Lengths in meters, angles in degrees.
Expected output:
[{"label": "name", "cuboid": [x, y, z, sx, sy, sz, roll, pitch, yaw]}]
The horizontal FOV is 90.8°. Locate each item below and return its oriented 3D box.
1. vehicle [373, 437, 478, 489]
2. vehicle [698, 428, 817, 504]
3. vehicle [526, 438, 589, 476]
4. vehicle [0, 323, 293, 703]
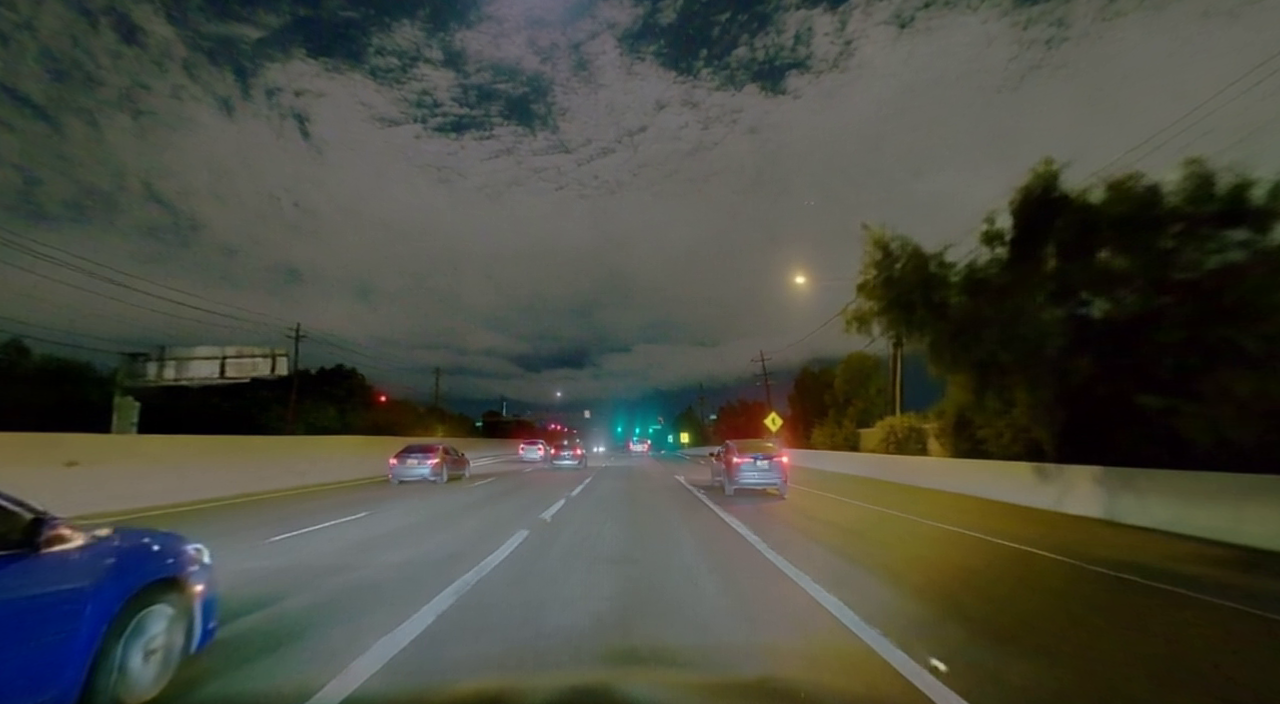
[{"label": "vehicle", "cuboid": [-6.682, 3.489, 20.207, 1.903, 1.482, 4.180, 0, -8, 0]}, {"label": "vehicle", "cuboid": [2.800, 2.837, 16.164, 2.100, 1.659, 4.387, 0, -8, -1]}, {"label": "vehicle", "cuboid": [-3.441, 4.480, 27.240, 2.066, 1.488, 4.377, 0, -8, 1]}, {"label": "vehicle", "cuboid": [-3.229, 0.710, 1.769, 2.104, 1.707, 4.338, 0, -8, -1]}]
